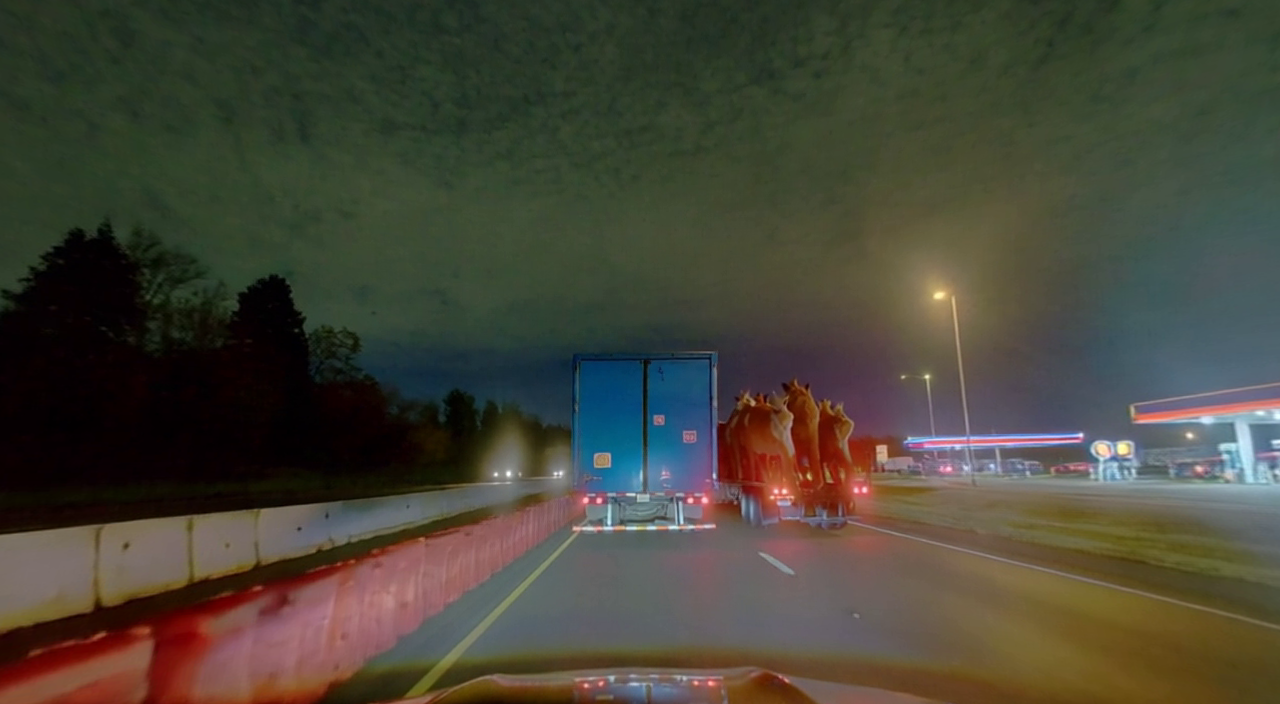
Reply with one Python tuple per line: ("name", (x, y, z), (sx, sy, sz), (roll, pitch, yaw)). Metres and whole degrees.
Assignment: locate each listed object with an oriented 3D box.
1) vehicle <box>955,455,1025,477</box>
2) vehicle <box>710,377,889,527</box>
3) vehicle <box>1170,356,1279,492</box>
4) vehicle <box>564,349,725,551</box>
("vehicle", (24.530, 8.020, 44.324), (1.762, 1.470, 4.485), (3, -11, -11))
("vehicle", (4.424, 3.287, 20.244), (2.936, 3.640, 9.443), (1, -10, -2))
("vehicle", (20.853, 1.651, 16.139), (2.771, 4.075, 13.513), (1, -11, 0))
("vehicle", (0.042, 2.376, 14.813), (2.618, 3.306, 8.676), (1, -10, 0))
